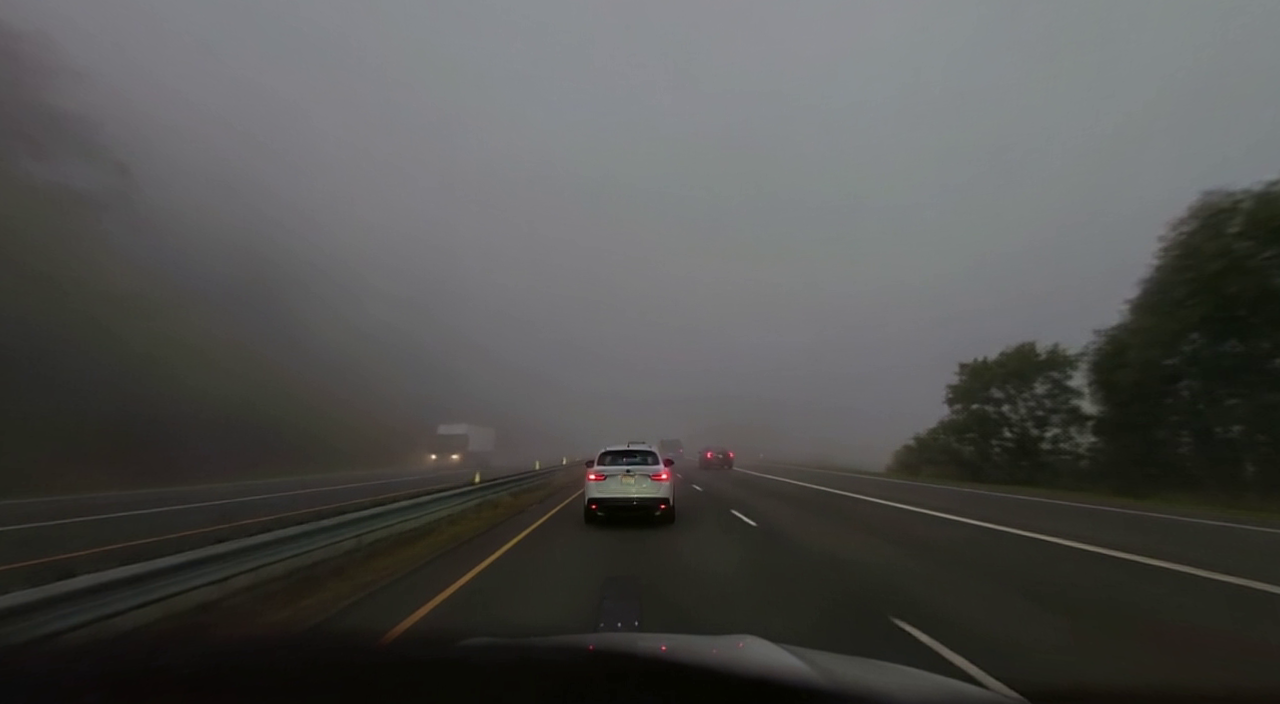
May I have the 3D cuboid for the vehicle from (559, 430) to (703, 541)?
[{"bbox_3d":[-0.159,2.229,11.044,2.088,1.580,3.657,0,-9,-1],"label":"vehicle"}]

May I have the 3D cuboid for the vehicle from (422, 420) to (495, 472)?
[{"bbox_3d":[-13.044,6.890,45.942,2.757,3.414,7.910,-1,-9,1],"label":"vehicle"}]

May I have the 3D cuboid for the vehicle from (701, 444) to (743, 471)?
[{"bbox_3d":[4.863,6.315,37.681,1.931,1.516,3.995,0,-9,0],"label":"vehicle"}]
